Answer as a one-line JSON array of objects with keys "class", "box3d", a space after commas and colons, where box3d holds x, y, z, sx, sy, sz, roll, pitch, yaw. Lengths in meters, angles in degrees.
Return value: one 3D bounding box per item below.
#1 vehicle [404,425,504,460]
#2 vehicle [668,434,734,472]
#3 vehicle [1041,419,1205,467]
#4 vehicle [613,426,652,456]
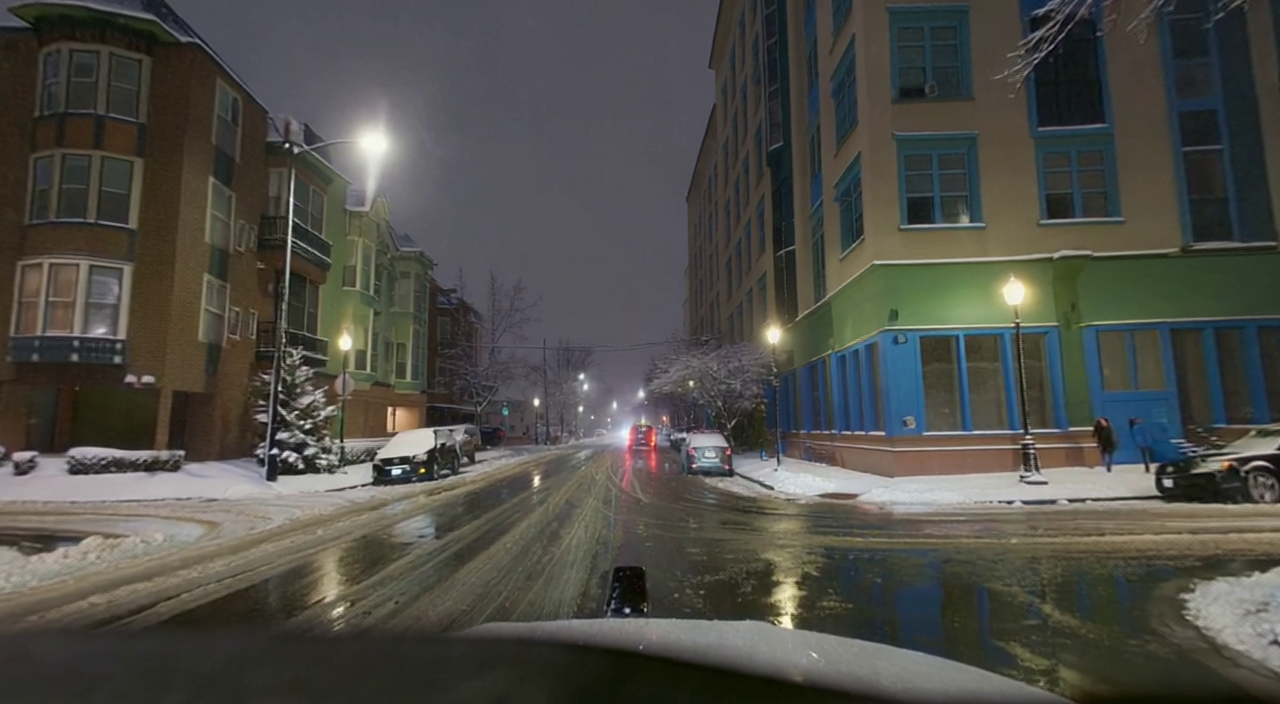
[{"class": "vehicle", "box3d": [-11.435, 5.588, 38.872, 5.540, 1.950, 2.113, 4, -12, -28]}, {"class": "vehicle", "box3d": [2.499, 4.300, 27.046, 2.290, 1.456, 4.503, 0, -8, -1]}, {"class": "vehicle", "box3d": [15.322, 2.912, 20.140, 3.752, 1.453, 1.709, 0, -9, 2]}, {"class": "vehicle", "box3d": [-0.467, 5.807, 40.909, 2.412, 1.834, 4.636, 0, -8, 0]}]
